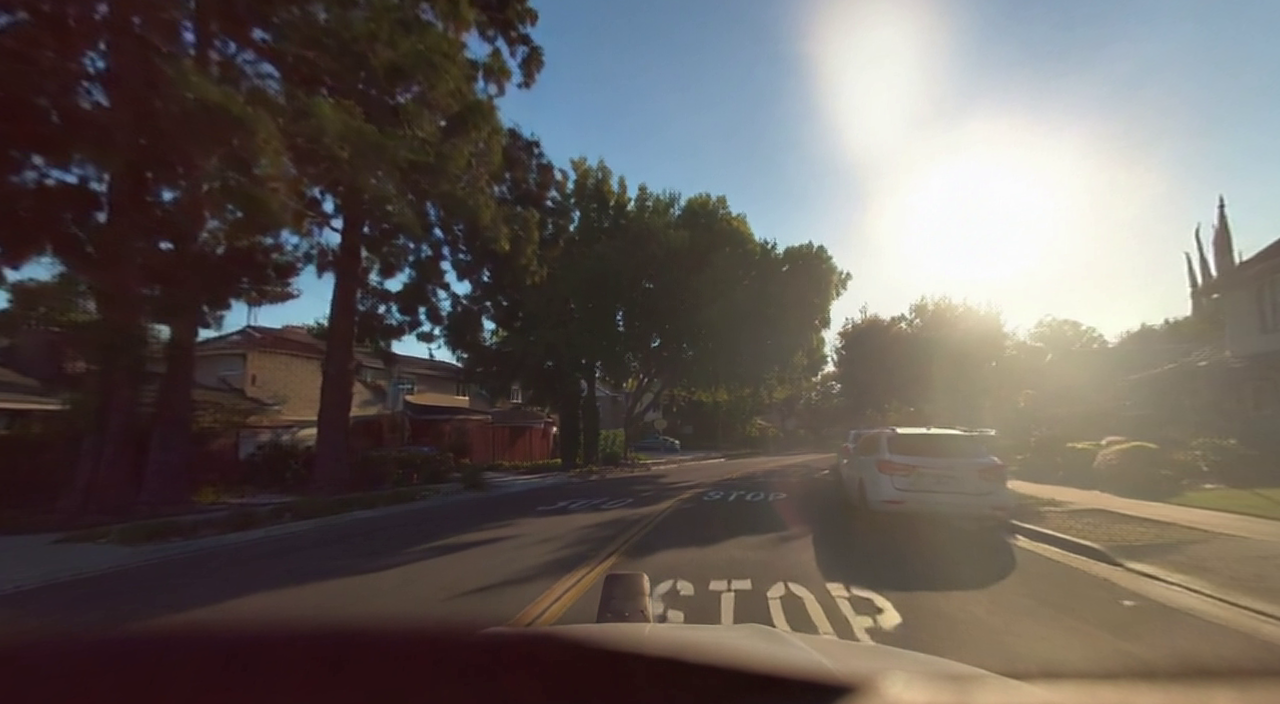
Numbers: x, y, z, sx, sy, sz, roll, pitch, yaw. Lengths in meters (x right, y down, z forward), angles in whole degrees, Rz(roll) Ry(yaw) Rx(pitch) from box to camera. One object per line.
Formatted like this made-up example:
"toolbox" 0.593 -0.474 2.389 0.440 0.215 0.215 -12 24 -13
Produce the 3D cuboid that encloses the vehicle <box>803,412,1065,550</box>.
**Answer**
"vehicle" 4.220 1.934 10.212 2.692 1.649 4.689 -2 -9 11
